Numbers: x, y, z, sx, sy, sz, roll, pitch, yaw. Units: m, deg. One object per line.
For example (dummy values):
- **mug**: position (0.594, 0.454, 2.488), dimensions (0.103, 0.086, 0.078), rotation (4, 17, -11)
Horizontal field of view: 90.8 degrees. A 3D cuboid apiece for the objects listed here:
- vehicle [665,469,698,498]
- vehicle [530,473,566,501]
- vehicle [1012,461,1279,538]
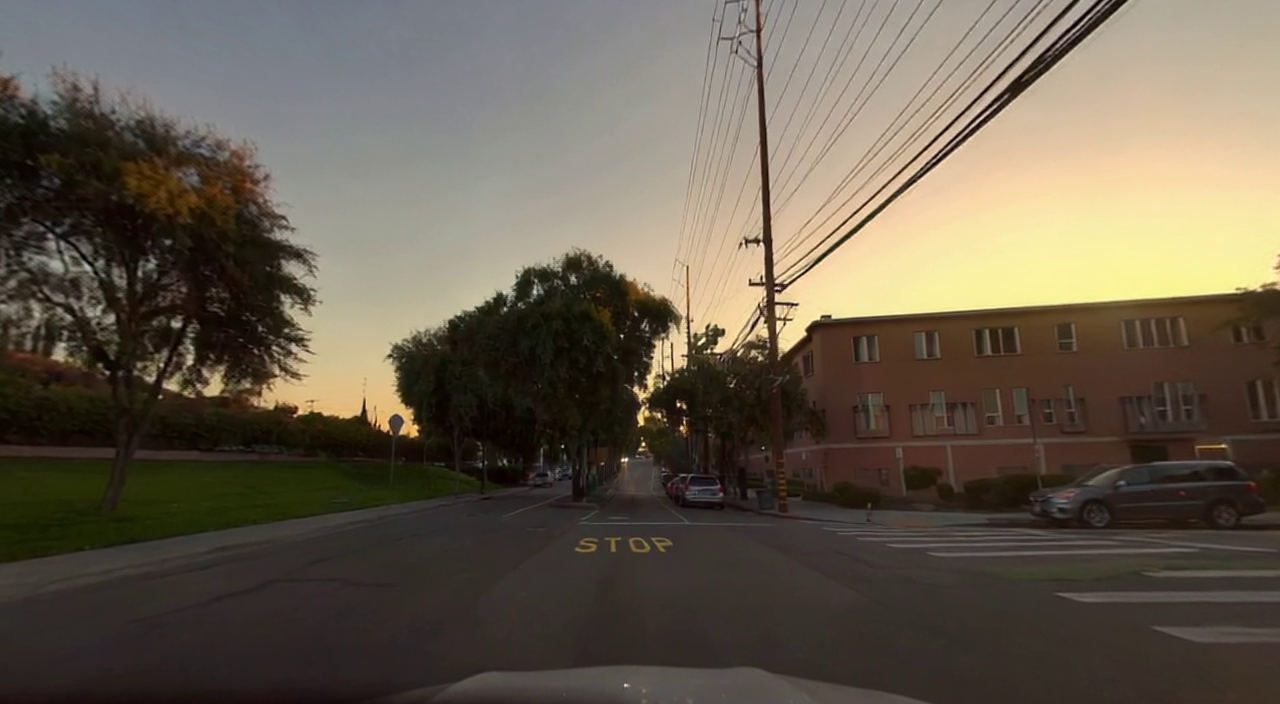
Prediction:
- **vehicle**: position (2.870, 9.340, 45.126), dimensions (1.953, 1.774, 5.008), rotation (0, -8, -1)
- **vehicle**: position (-6.614, 9.699, 45.669), dimensions (1.913, 1.682, 4.365), rotation (0, -8, 0)
- **vehicle**: position (11.460, 3.256, 14.284), dimensions (4.771, 1.492, 2.107), rotation (0, -8, -2)
